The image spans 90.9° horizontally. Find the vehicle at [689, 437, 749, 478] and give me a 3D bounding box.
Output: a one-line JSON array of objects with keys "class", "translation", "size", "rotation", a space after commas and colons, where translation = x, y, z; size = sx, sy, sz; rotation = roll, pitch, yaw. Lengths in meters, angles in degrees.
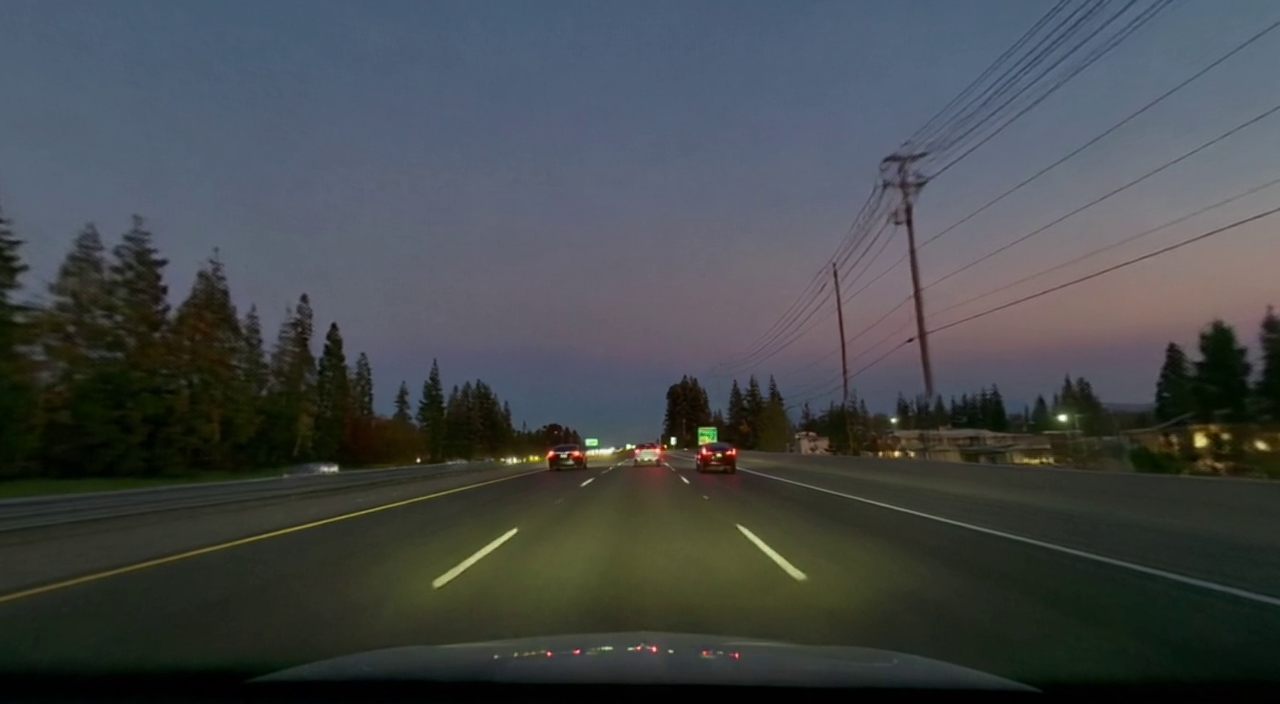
[{"class": "vehicle", "translation": [3.302, 4.465, 26.983], "size": [1.996, 1.579, 3.841], "rotation": [0, -8, -1]}]

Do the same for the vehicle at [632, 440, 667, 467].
[{"class": "vehicle", "translation": [0.536, 6.351, 39.588], "size": [2.049, 1.620, 4.153], "rotation": [0, -8, 0]}]

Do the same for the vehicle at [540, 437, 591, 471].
[{"class": "vehicle", "translation": [-4.110, 5.719, 35.557], "size": [2.217, 1.773, 4.553], "rotation": [0, -8, 1]}]
